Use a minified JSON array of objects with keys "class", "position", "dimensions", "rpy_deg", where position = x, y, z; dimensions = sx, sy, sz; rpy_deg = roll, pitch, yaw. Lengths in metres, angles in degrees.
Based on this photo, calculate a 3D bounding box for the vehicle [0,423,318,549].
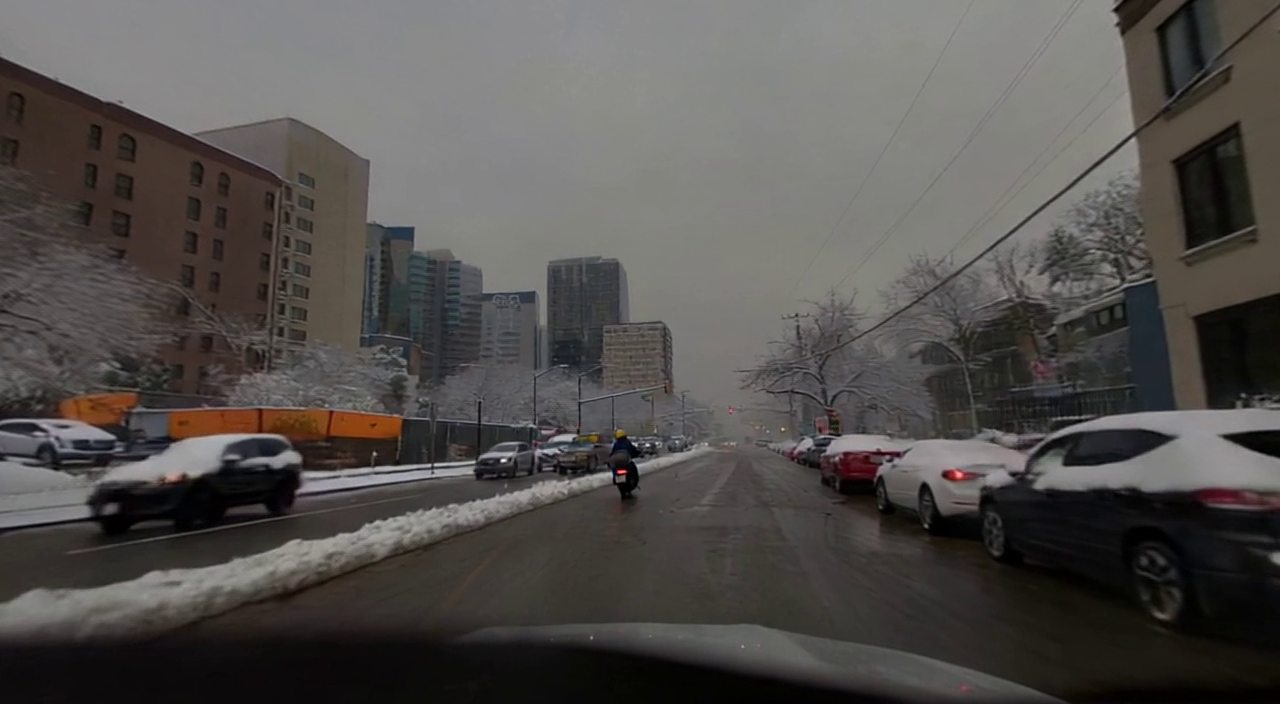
[{"class":"vehicle","position":[-8.209,2.254,11.431],"dimensions":[2.053,1.771,4.684],"rpy_deg":[0,-8,3]}]

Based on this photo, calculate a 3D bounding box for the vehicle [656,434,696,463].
[{"class":"vehicle","position":[2.625,6.828,44.757],"dimensions":[2.295,1.929,5.498],"rpy_deg":[-1,-8,9]}]

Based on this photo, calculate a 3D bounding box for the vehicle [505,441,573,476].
[{"class":"vehicle","position":[-4.697,5.046,30.157],"dimensions":[2.105,1.509,4.753],"rpy_deg":[-1,-9,4]}]

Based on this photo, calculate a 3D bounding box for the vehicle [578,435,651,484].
[{"class":"vehicle","position":[-0.805,3.852,23.011],"dimensions":[1.925,1.602,4.090],"rpy_deg":[-1,-8,8]}]

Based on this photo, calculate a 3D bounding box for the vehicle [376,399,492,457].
[{"class":"vehicle","position":[-13.080,5.107,41.399],"dimensions":[2.996,3.170,10.153],"rpy_deg":[-4,-9,8]}]

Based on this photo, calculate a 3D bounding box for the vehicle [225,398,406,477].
[{"class":"vehicle","position":[-14.763,4.101,30.016],"dimensions":[2.990,3.144,9.080],"rpy_deg":[-1,-8,6]}]

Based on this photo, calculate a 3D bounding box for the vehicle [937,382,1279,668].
[{"class":"vehicle","position":[5.360,1.477,6.637],"dimensions":[2.387,1.820,5.286],"rpy_deg":[-1,-8,6]}]

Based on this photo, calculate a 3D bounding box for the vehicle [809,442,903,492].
[{"class":"vehicle","position":[6.987,3.720,20.925],"dimensions":[1.973,1.457,4.522],"rpy_deg":[-1,-8,7]}]
